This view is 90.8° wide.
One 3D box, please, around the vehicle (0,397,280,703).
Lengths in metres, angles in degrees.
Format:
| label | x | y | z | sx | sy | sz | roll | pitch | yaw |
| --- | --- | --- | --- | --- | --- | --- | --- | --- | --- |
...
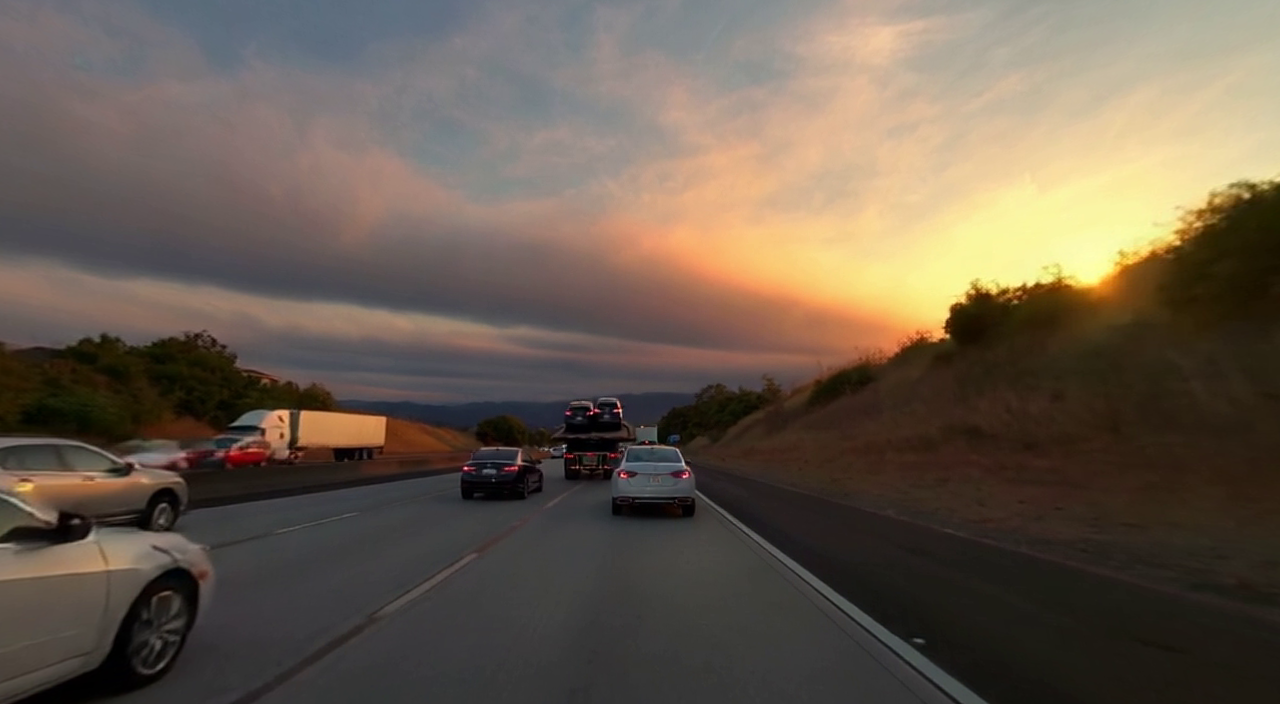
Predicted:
| label | x | y | z | sx | sy | sz | roll | pitch | yaw |
| --- | --- | --- | --- | --- | --- | --- | --- | --- | --- |
| vehicle | -3.369 | 0.892 | 2.071 | 2.149 | 1.497 | 3.753 | 0 | -9 | 0 |

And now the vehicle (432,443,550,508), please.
| label | x | y | z | sx | sy | sz | roll | pitch | yaw |
| --- | --- | --- | --- | --- | --- | --- | --- | --- | --- |
| vehicle | -3.760 | 3.210 | 16.840 | 1.947 | 1.470 | 4.526 | 0 | -9 | 1 |

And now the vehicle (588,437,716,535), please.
| label | x | y | z | sx | sy | sz | roll | pitch | yaw |
| --- | --- | --- | --- | --- | --- | --- | --- | --- | --- |
| vehicle | 0.176 | 2.357 | 11.593 | 1.991 | 1.507 | 3.391 | 0 | -9 | 0 |
